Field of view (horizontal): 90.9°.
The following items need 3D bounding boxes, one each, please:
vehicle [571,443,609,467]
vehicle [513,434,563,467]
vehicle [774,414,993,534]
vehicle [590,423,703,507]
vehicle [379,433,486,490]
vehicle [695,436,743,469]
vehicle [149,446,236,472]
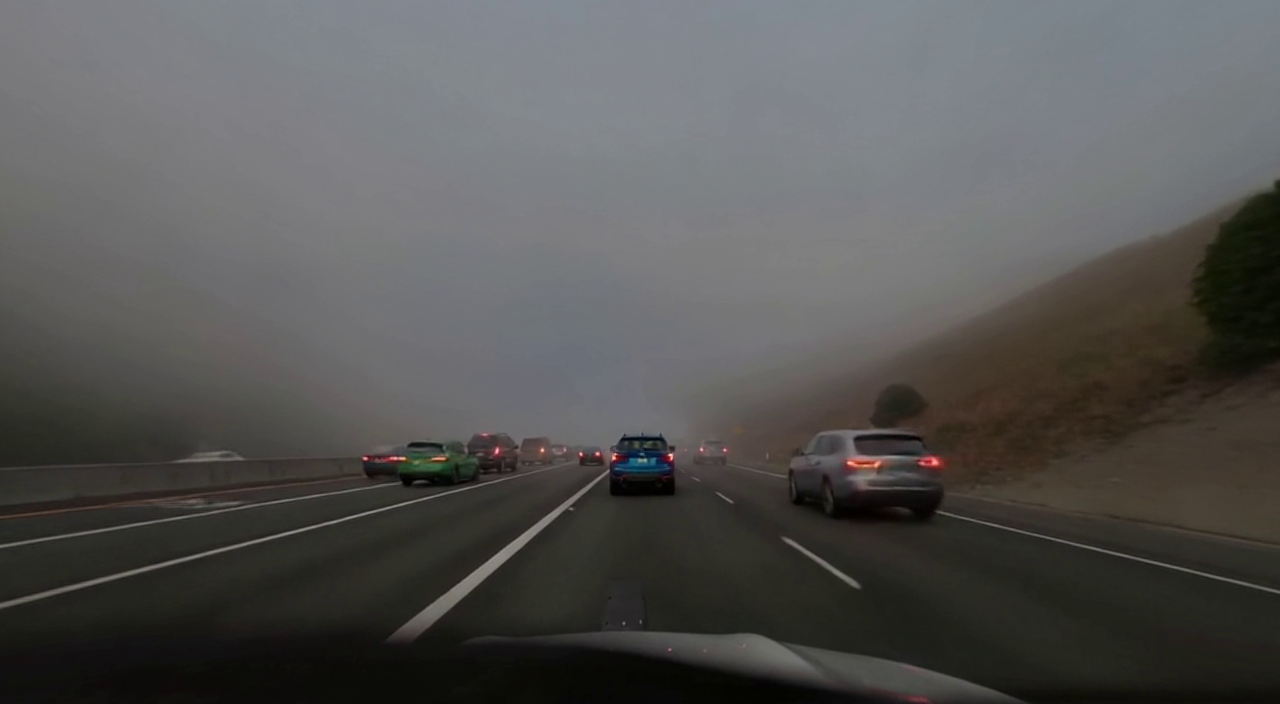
[{"bbox_3d":[-3.147,6.573,40.427,2.108,1.442,4.143,0,-9,0],"label":"vehicle"},{"bbox_3d":[-6.463,6.352,40.735,2.294,1.982,5.040,0,-9,1],"label":"vehicle"},{"bbox_3d":[4.014,2.115,11.473,2.092,1.723,4.629,0,-9,0],"label":"vehicle"},{"bbox_3d":[0.154,2.785,15.930,2.447,1.804,4.273,0,-9,0],"label":"vehicle"},{"bbox_3d":[-6.787,3.631,21.228,2.024,1.706,4.462,0,-9,1],"label":"vehicle"},{"bbox_3d":[4.757,6.167,38.953,2.204,1.852,5.845,0,-9,0],"label":"vehicle"},{"bbox_3d":[-28.330,6.775,40.153,1.944,1.510,4.728,0,-9,2],"label":"vehicle"}]
